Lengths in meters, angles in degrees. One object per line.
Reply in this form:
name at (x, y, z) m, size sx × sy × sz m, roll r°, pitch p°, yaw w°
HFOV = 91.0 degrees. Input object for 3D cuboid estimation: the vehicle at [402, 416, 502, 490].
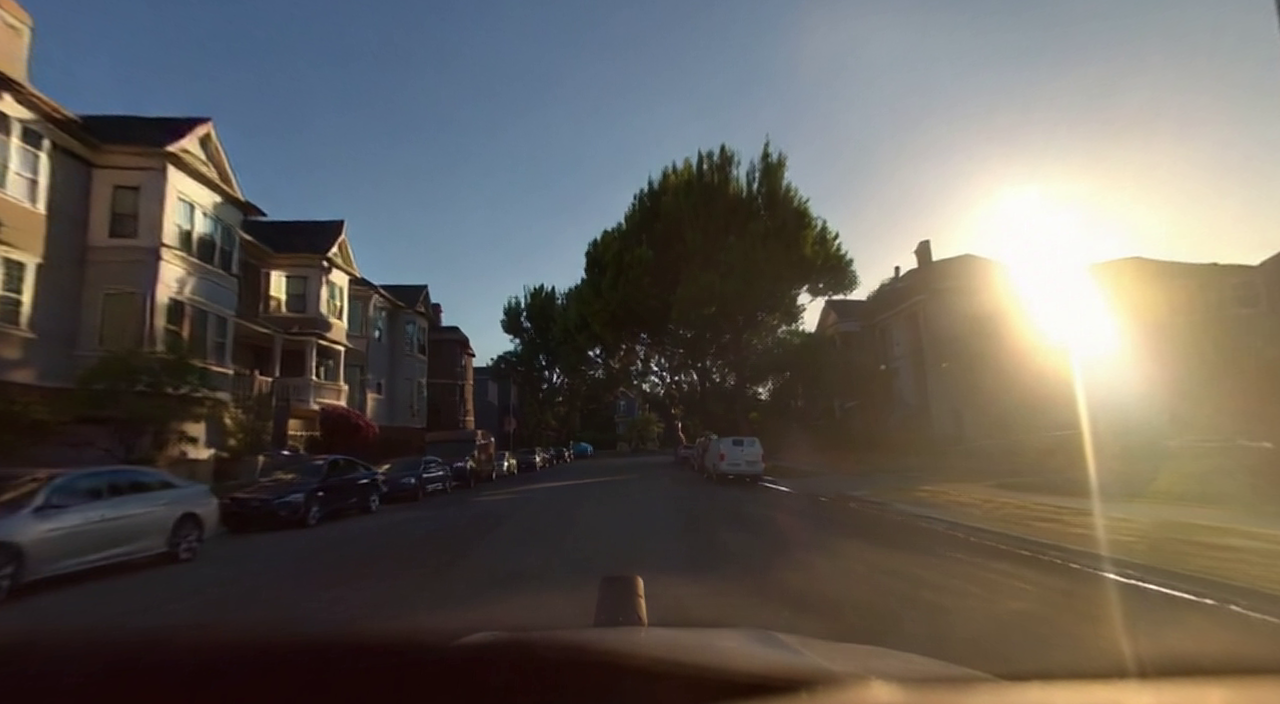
vehicle at (-7.507, 4.216, 25.965) m, size 2.341 × 2.674 × 5.753 m, roll -1°, pitch -10°, yaw 0°

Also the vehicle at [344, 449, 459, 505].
vehicle at (-7.212, 3.796, 19.566) m, size 1.953 × 1.501 × 4.125 m, roll -1°, pitch -9°, yaw 0°

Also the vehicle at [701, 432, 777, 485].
vehicle at (3.936, 4.378, 26.064) m, size 2.216 × 1.955 × 4.970 m, roll 0°, pitch -9°, yaw -1°

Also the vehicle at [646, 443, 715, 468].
vehicle at (2.914, 7.585, 46.228) m, size 4.726 × 1.731 × 2.075 m, roll -7°, pitch -11°, yaw 38°

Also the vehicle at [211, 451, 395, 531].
vehicle at (-7.255, 2.987, 14.126) m, size 1.832 × 1.483 × 4.140 m, roll -1°, pitch -9°, yaw 0°

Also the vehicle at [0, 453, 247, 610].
vehicle at (-7.084, 1.993, 7.598) m, size 1.845 × 1.475 × 4.495 m, roll -1°, pitch -9°, yaw -1°
